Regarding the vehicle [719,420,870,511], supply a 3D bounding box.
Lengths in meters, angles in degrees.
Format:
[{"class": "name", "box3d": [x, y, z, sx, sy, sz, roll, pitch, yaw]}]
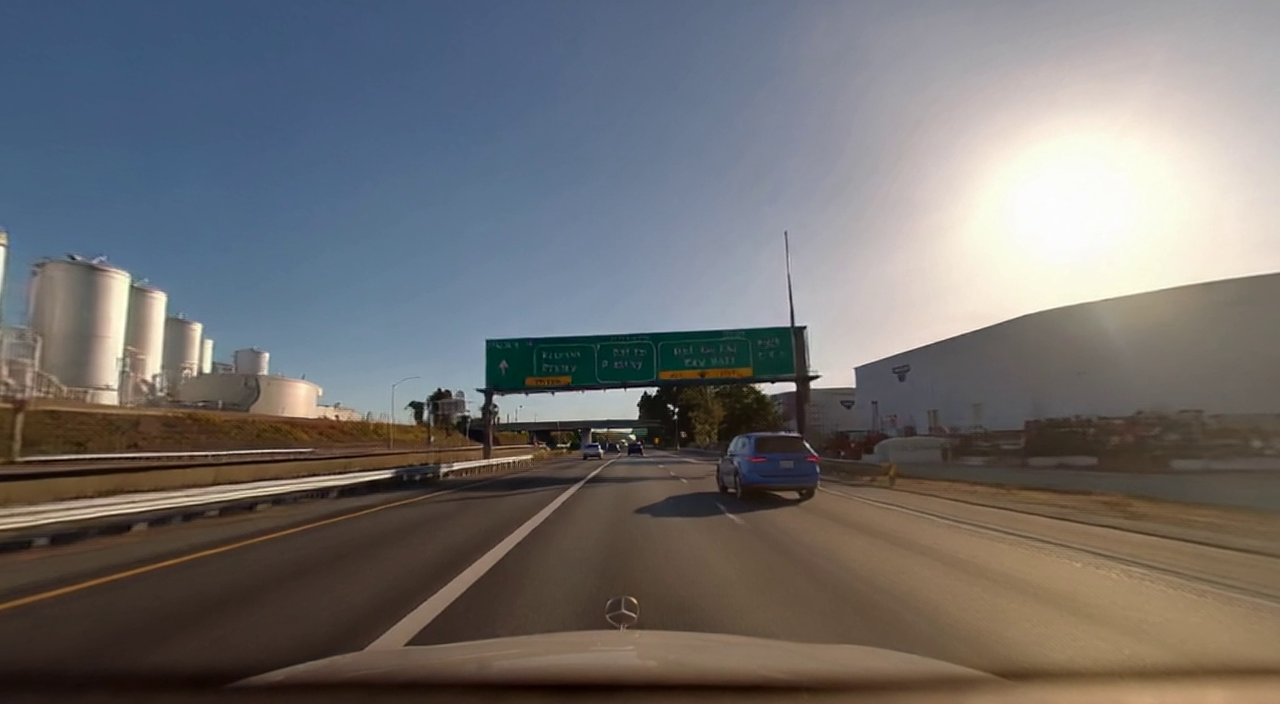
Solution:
[{"class": "vehicle", "box3d": [3.409, 2.654, 15.163, 2.296, 1.790, 5.067, 0, -9, 0]}]

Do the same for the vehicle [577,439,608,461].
[{"class": "vehicle", "box3d": [-3.676, 7.677, 49.369, 2.012, 1.571, 4.232, 0, -9, 0]}]
